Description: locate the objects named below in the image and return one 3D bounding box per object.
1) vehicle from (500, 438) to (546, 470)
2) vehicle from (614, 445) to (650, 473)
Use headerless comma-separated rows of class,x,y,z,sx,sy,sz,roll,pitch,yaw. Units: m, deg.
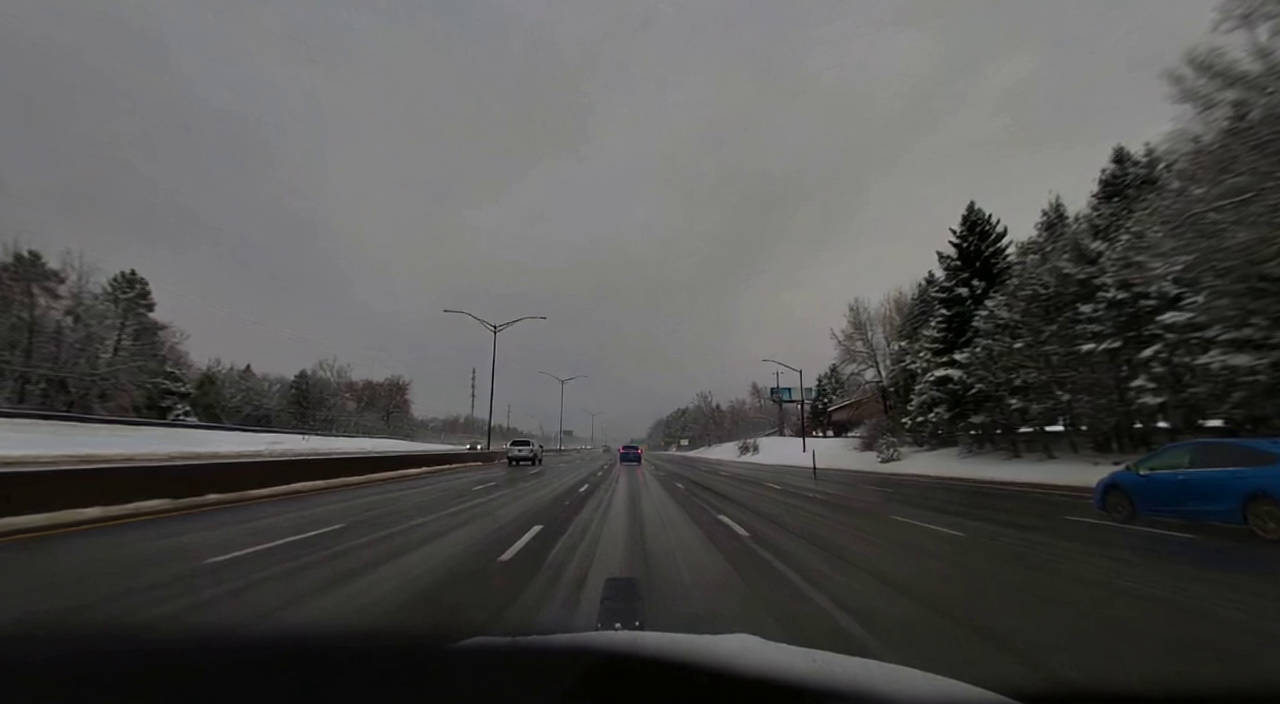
vehicle,-7.591,6.659,41.520,2.177,1.929,4.706,0,-9,0
vehicle,-0.530,6.492,38.583,2.074,1.574,3.971,0,-9,-2
